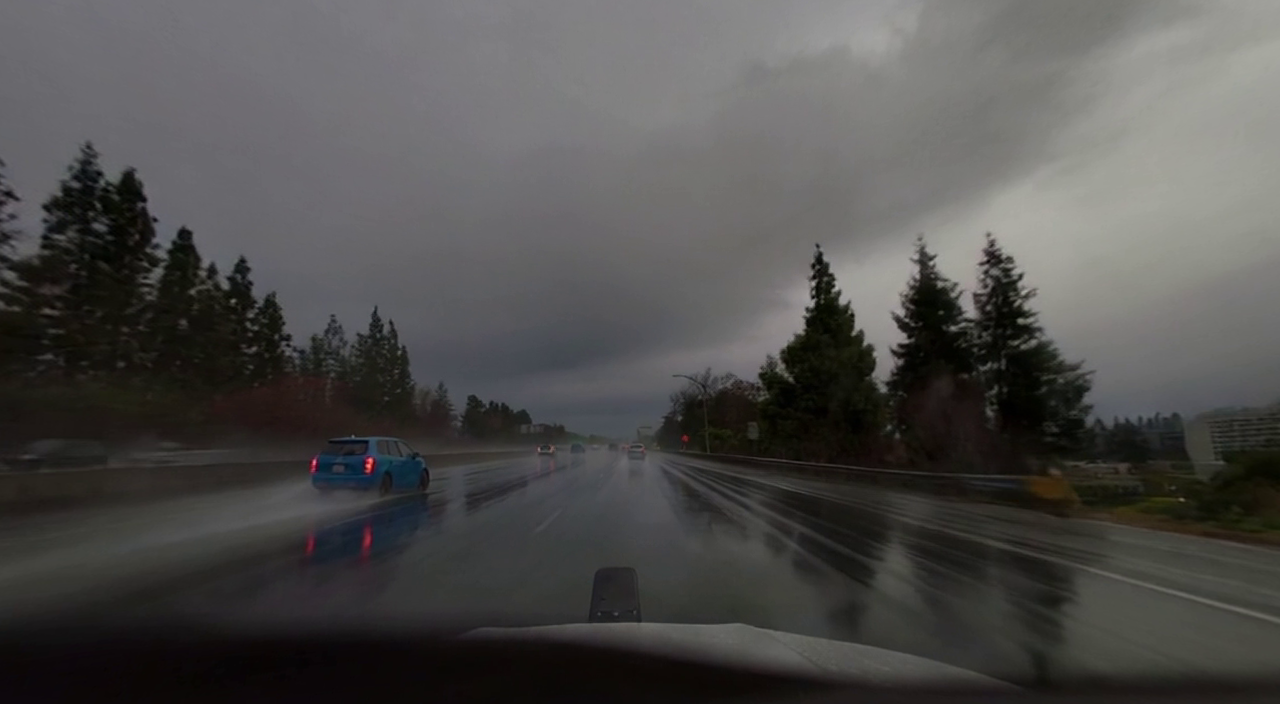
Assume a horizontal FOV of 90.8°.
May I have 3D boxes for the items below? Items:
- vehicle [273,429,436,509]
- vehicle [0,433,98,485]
[{"bbox_3d":[-7.142,2.984,16.459,2.146,1.766,4.502,0,-9,0],"label":"vehicle"},{"bbox_3d":[-39.928,6.932,40.970,2.765,3.067,7.632,0,-9,-1],"label":"vehicle"}]
